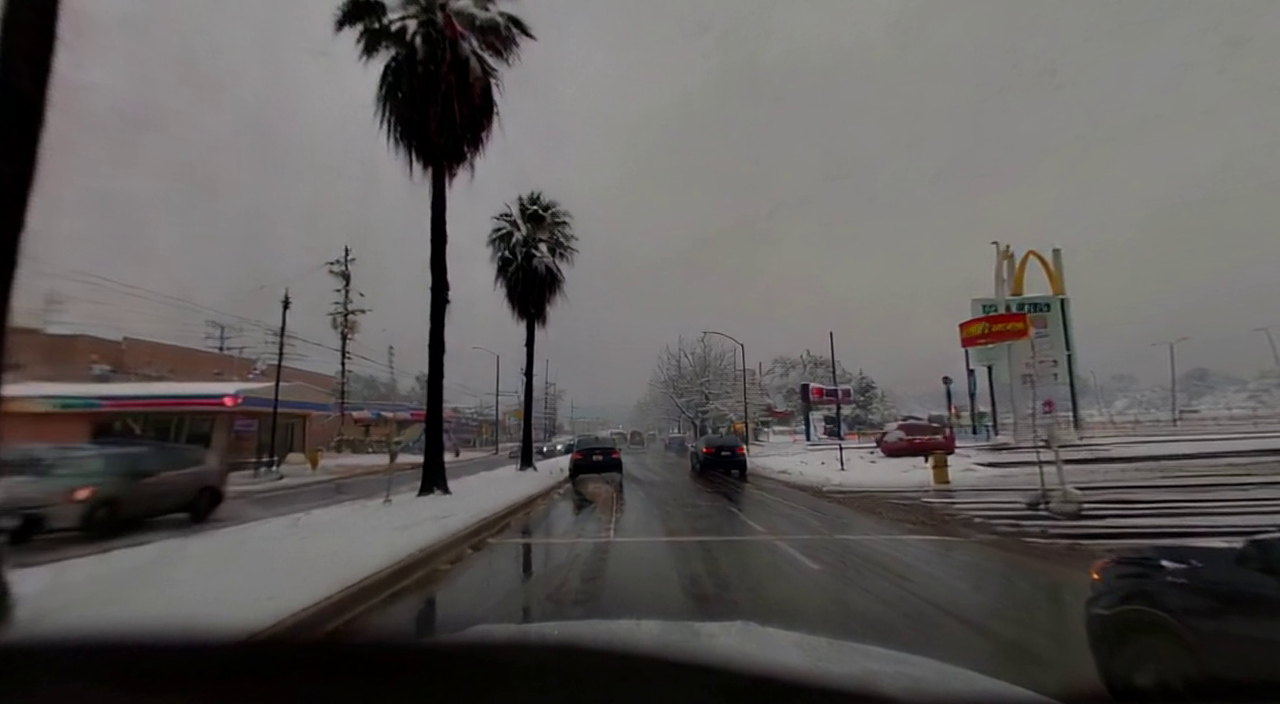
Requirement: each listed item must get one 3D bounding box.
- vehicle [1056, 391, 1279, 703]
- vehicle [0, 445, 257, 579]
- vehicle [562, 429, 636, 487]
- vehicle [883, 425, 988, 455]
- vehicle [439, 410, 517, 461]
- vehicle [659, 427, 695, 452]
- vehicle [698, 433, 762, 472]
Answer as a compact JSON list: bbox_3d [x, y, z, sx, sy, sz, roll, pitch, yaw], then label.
[{"bbox_3d":[3.481,0.761,1.583,1.987,1.474,4.198,0,-9,0],"label":"vehicle"},{"bbox_3d":[-8.117,2.107,9.085,2.052,1.483,4.751,-1,-9,3],"label":"vehicle"},{"bbox_3d":[-1.293,3.206,19.309,2.021,1.550,4.090,0,-9,-5],"label":"vehicle"},{"bbox_3d":[14.710,4.414,31.602,4.293,1.438,1.773,0,-9,1],"label":"vehicle"},{"bbox_3d":[-10.527,5.592,42.077,2.662,2.995,8.344,0,-8,3],"label":"vehicle"},{"bbox_3d":[2.812,6.844,48.909,2.299,1.803,5.434,0,-9,-1],"label":"vehicle"},{"bbox_3d":[3.574,4.072,25.748,1.889,1.448,4.262,0,-9,-1],"label":"vehicle"}]
